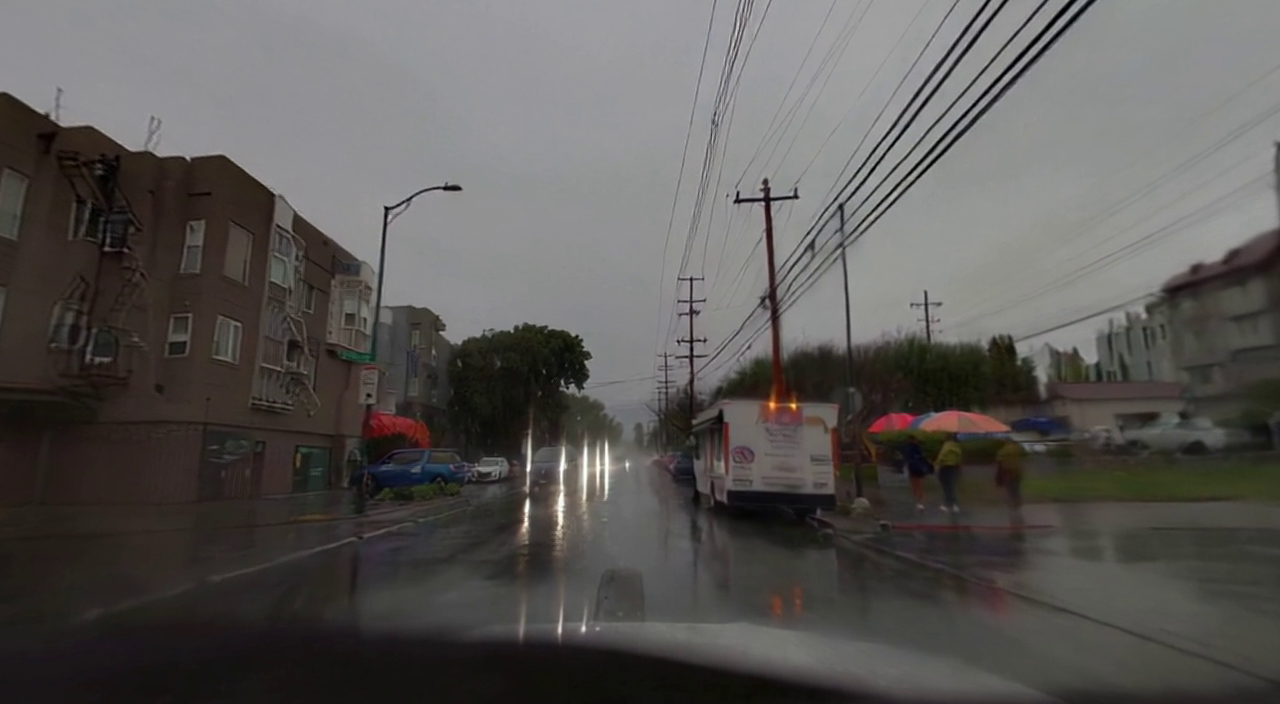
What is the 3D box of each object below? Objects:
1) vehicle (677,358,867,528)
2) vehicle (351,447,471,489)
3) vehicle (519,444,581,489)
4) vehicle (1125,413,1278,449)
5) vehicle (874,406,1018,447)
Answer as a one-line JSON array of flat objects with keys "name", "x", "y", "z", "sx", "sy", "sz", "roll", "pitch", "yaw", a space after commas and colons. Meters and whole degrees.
[{"name": "vehicle", "x": 2.822, "y": 2.346, "z": 16.396, "sx": 2.886, "sy": 3.321, "sz": 7.809, "roll": 0, "pitch": -8, "yaw": -3}, {"name": "vehicle", "x": -10.783, "y": 5.471, "z": 30.028, "sx": 5.093, "sy": 1.855, "sz": 2.338, "roll": 3, "pitch": -10, "yaw": -20}, {"name": "vehicle", "x": -3.641, "y": 4.678, "z": 26.198, "sx": 1.952, "sy": 1.708, "sz": 4.096, "roll": 0, "pitch": -8, "yaw": 0}, {"name": "vehicle", "x": 23.426, "y": 3.313, "z": 26.474, "sx": 4.641, "sy": 1.441, "sz": 1.745, "roll": 0, "pitch": -8, "yaw": 1}, {"name": "vehicle", "x": 11.227, "y": 2.783, "z": 23.389, "sx": 4.396, "sy": 1.459, "sz": 1.749, "roll": 0, "pitch": -8, "yaw": -2}]
